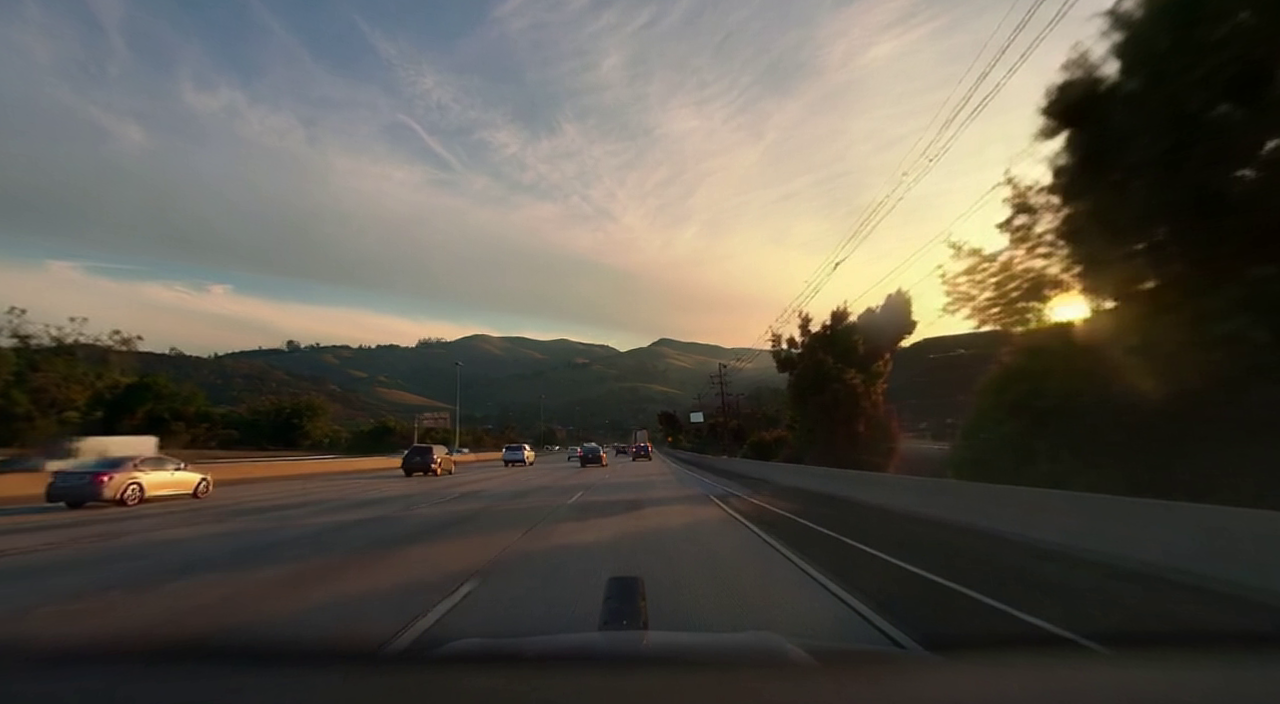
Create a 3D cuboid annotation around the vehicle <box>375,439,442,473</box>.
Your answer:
[{"bbox_3d":[-14.368,6.493,39.462,2.172,1.946,5.017,0,-9,1],"label":"vehicle"}]

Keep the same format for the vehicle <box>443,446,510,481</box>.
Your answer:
[{"bbox_3d":[-7.401,5.053,28.934,1.899,1.472,4.202,0,-9,1],"label":"vehicle"}]

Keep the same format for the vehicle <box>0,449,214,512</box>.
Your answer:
[{"bbox_3d":[-14.364,3.403,17.302,1.885,1.474,4.849,0,-9,1],"label":"vehicle"}]

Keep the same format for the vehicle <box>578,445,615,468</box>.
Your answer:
[{"bbox_3d":[-2.792,6.845,41.418,2.064,1.446,4.409,0,-9,1],"label":"vehicle"}]
